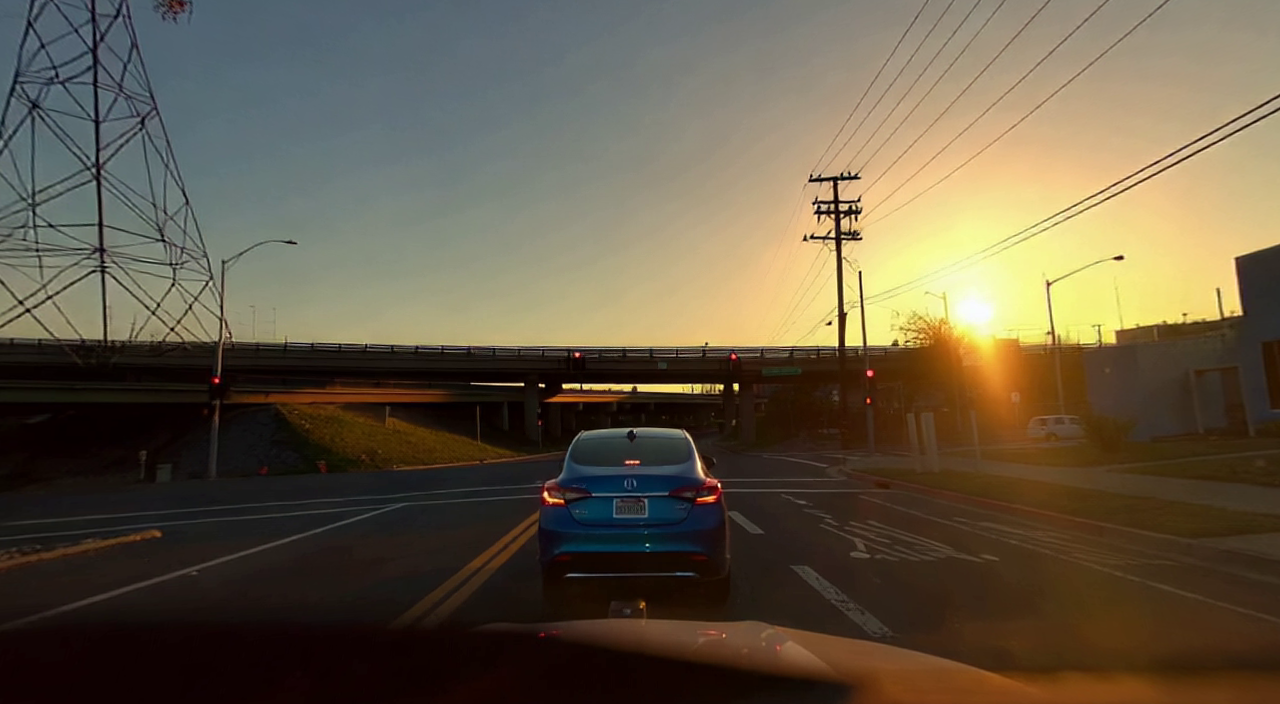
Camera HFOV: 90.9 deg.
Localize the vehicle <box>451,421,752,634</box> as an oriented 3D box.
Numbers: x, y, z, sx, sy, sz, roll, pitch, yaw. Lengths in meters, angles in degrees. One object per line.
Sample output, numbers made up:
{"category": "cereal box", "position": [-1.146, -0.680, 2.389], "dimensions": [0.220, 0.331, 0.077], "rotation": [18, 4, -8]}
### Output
{"category": "vehicle", "position": [-0.235, 1.531, 6.471], "dimensions": [2.090, 1.458, 4.033], "rotation": [-1, -9, 1]}
